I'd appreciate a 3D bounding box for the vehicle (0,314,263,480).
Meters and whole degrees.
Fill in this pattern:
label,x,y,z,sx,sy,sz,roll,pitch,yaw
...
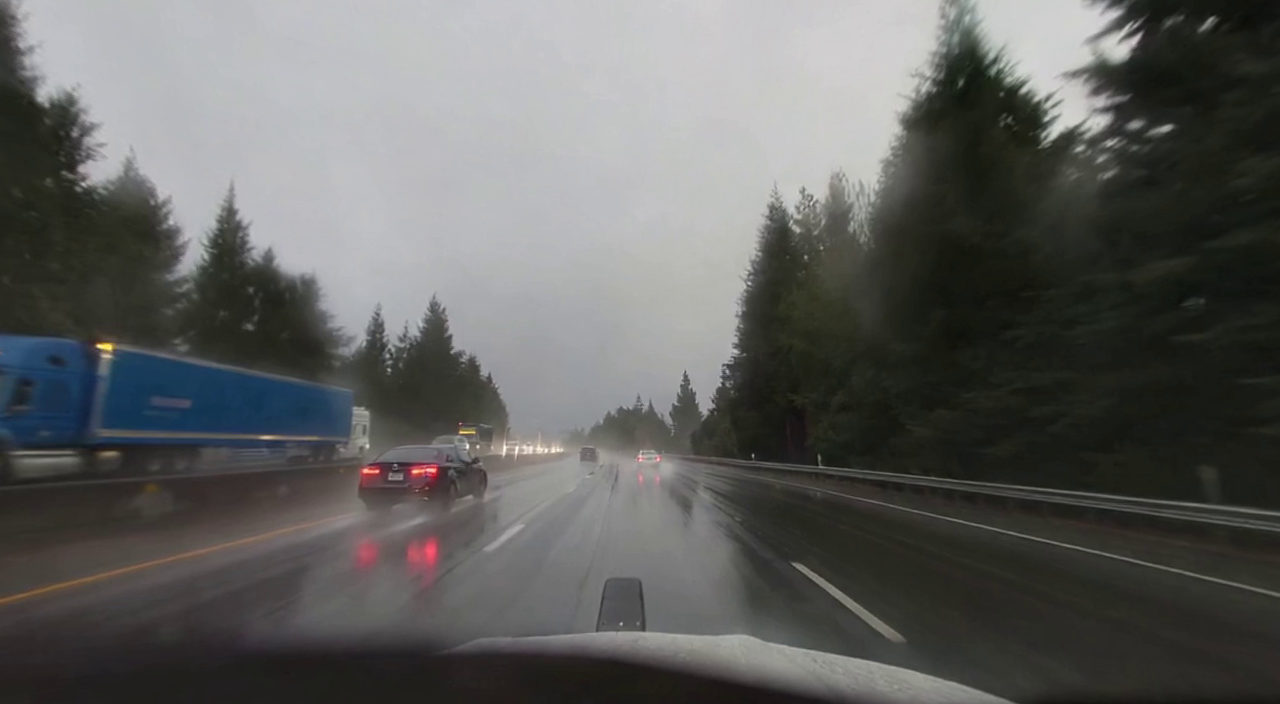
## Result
label,x,y,z,sx,sy,sz,roll,pitch,yaw
vehicle,-16.860,1.840,20.265,2.930,3.986,10.582,0,-9,0

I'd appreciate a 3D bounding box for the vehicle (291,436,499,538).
label,x,y,z,sx,sy,sz,roll,pitch,yaw
vehicle,-4.150,2.352,11.673,2.054,1.500,4.469,0,-9,0

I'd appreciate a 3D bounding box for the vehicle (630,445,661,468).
label,x,y,z,sx,sy,sz,roll,pitch,yaw
vehicle,0.348,7.340,44.531,2.008,1.499,3.192,0,-9,-2
